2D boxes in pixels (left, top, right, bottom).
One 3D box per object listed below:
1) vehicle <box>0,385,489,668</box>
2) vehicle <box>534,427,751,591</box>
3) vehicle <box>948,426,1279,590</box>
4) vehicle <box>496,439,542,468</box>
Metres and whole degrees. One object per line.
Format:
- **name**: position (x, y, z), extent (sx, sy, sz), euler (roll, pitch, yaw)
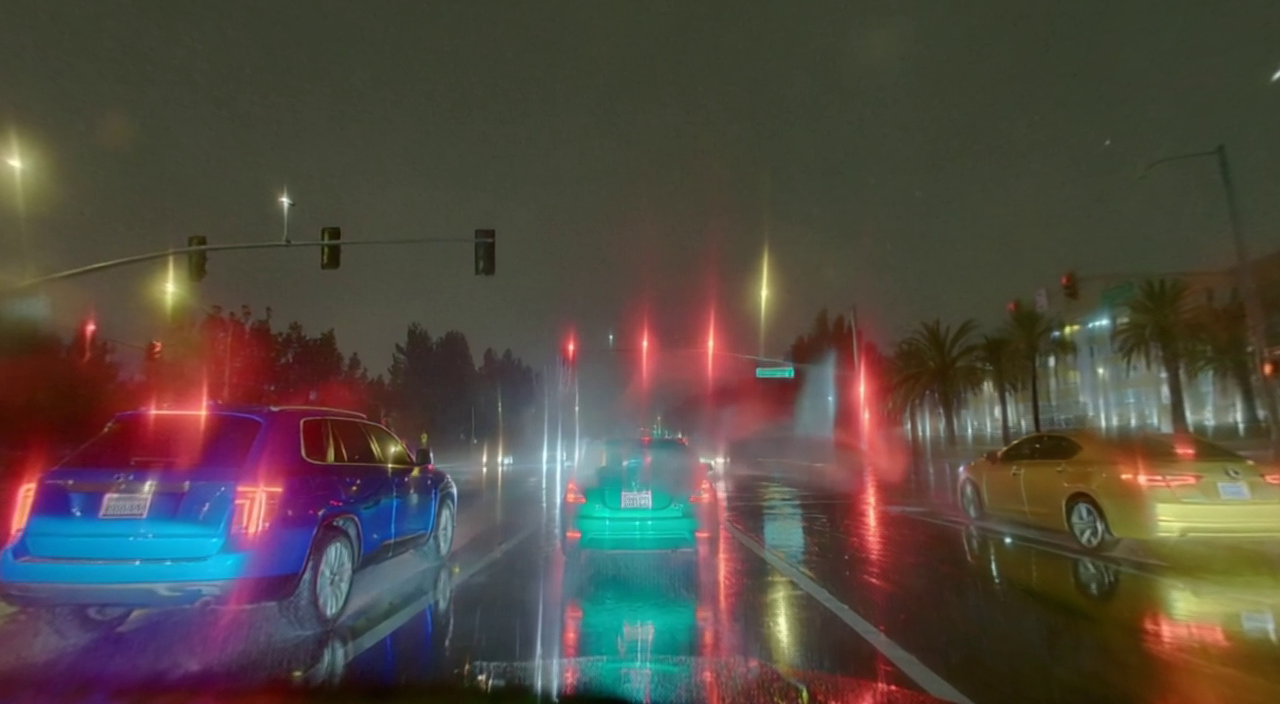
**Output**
- **vehicle**: position (-3.108, 1.373, 6.104), extent (2.051, 1.682, 4.467), euler (0, -8, 2)
- **vehicle**: position (-0.005, 1.705, 7.722), extent (1.942, 1.445, 3.973), euler (0, -8, -1)
- **vehicle**: position (6.091, 1.768, 8.115), extent (1.970, 1.489, 4.482), euler (0, -8, -1)
- **vehicle**: position (-7.944, 6.702, 42.030), extent (2.130, 1.810, 4.450), euler (-2, -8, 1)
